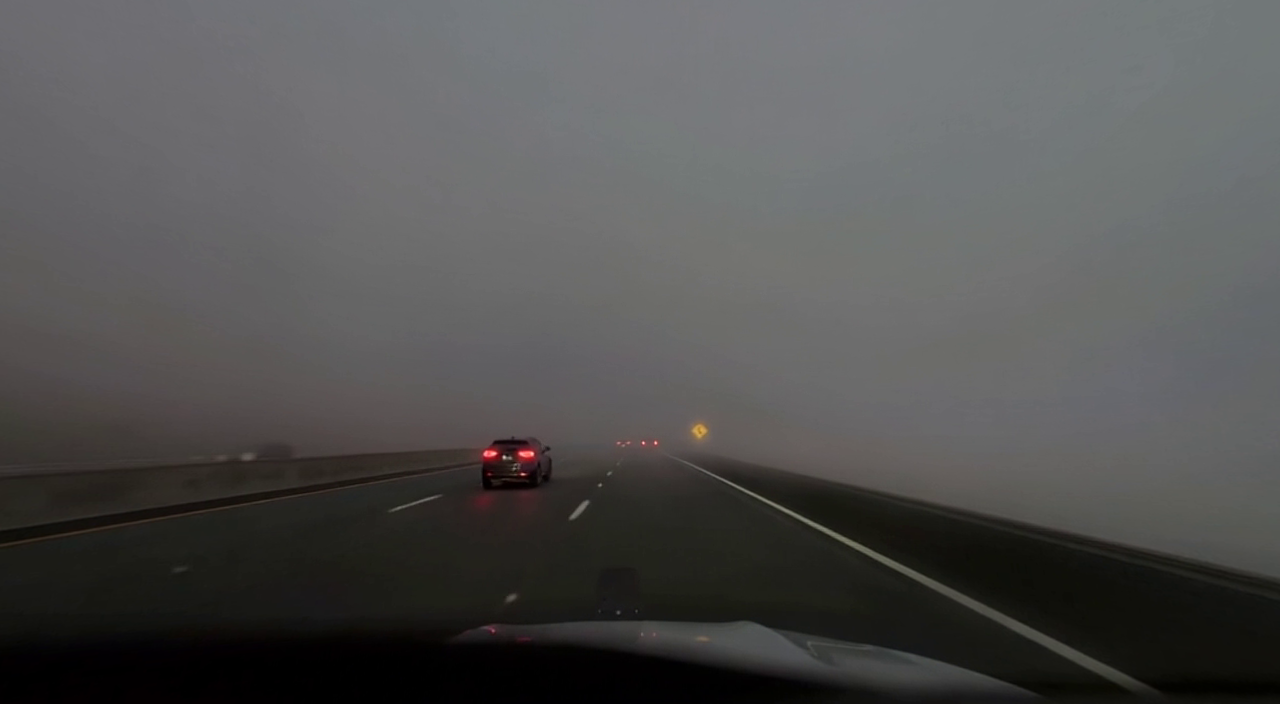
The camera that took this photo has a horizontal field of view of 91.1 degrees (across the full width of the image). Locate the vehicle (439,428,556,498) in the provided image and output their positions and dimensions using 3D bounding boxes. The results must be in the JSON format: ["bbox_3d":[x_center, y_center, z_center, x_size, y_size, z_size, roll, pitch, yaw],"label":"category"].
[{"bbox_3d":[-3.557,2.845,16.607,2.039,1.589,4.324,0,-8,0],"label":"vehicle"}]

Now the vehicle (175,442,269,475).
[{"bbox_3d":[-21.962,5.589,33.247,1.984,1.589,4.220,0,-8,1],"label":"vehicle"}]
